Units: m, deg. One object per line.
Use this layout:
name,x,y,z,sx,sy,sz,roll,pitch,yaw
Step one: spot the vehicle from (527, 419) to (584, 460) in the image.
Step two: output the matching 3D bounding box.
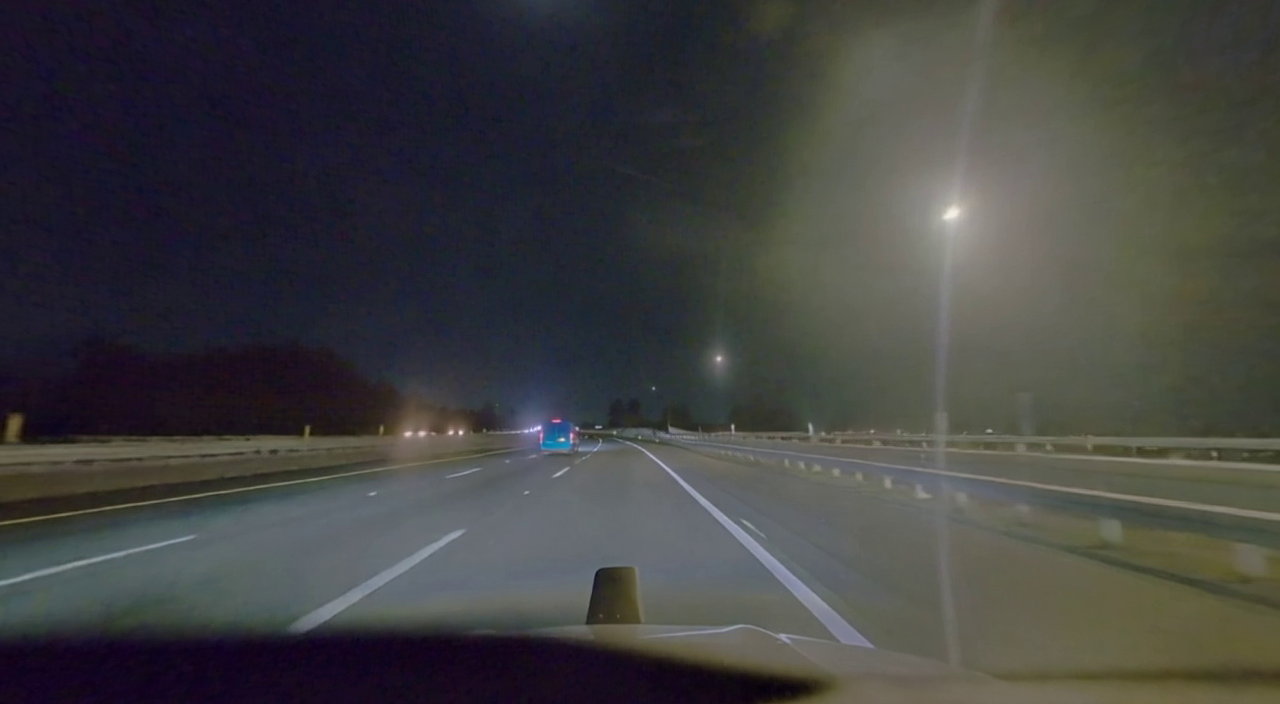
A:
vehicle,-4.429,4.679,33.726,2.309,2.053,4.884,0,-8,1
